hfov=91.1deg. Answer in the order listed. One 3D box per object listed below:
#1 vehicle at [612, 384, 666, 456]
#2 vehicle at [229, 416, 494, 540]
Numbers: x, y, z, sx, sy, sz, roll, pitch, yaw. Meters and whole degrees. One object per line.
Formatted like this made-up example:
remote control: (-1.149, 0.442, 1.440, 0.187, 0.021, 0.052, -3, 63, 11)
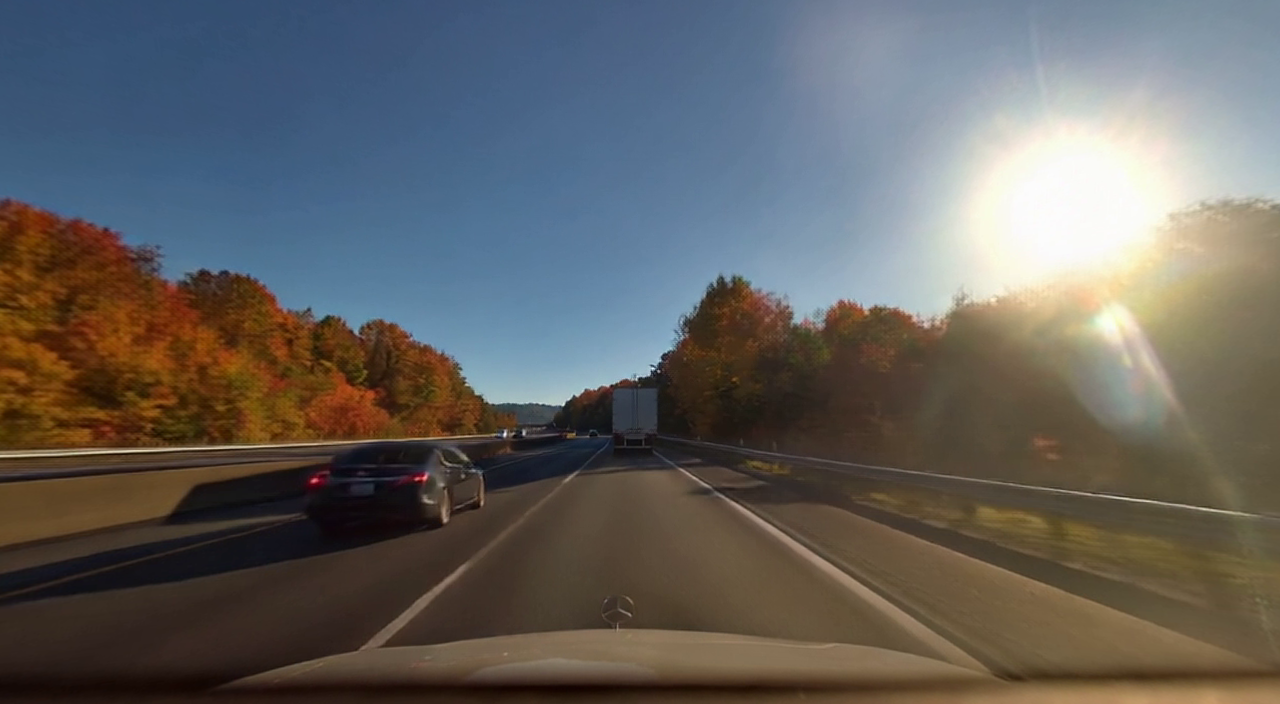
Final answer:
vehicle: (-0.278, 4.583, 40.945, 3.013, 4.016, 11.496, 0, -8, -2)
vehicle: (-3.901, 1.830, 9.854, 2.217, 1.495, 4.245, 0, -8, 0)
